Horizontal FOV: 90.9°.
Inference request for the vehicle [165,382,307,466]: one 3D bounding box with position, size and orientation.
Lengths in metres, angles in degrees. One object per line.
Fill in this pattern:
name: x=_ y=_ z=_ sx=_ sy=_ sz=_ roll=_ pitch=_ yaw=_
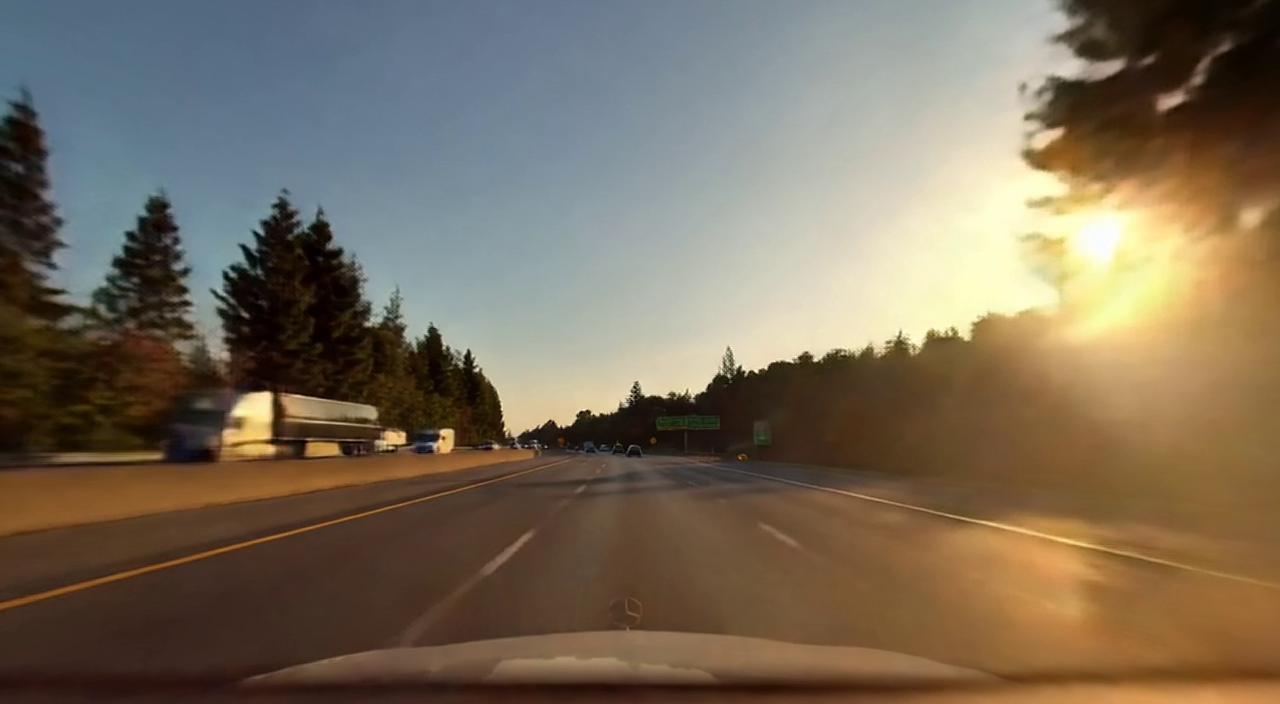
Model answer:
vehicle: x=-20.758 y=3.874 z=32.994 sx=3.001 sy=3.943 sz=6.753 roll=0 pitch=-9 yaw=-3
